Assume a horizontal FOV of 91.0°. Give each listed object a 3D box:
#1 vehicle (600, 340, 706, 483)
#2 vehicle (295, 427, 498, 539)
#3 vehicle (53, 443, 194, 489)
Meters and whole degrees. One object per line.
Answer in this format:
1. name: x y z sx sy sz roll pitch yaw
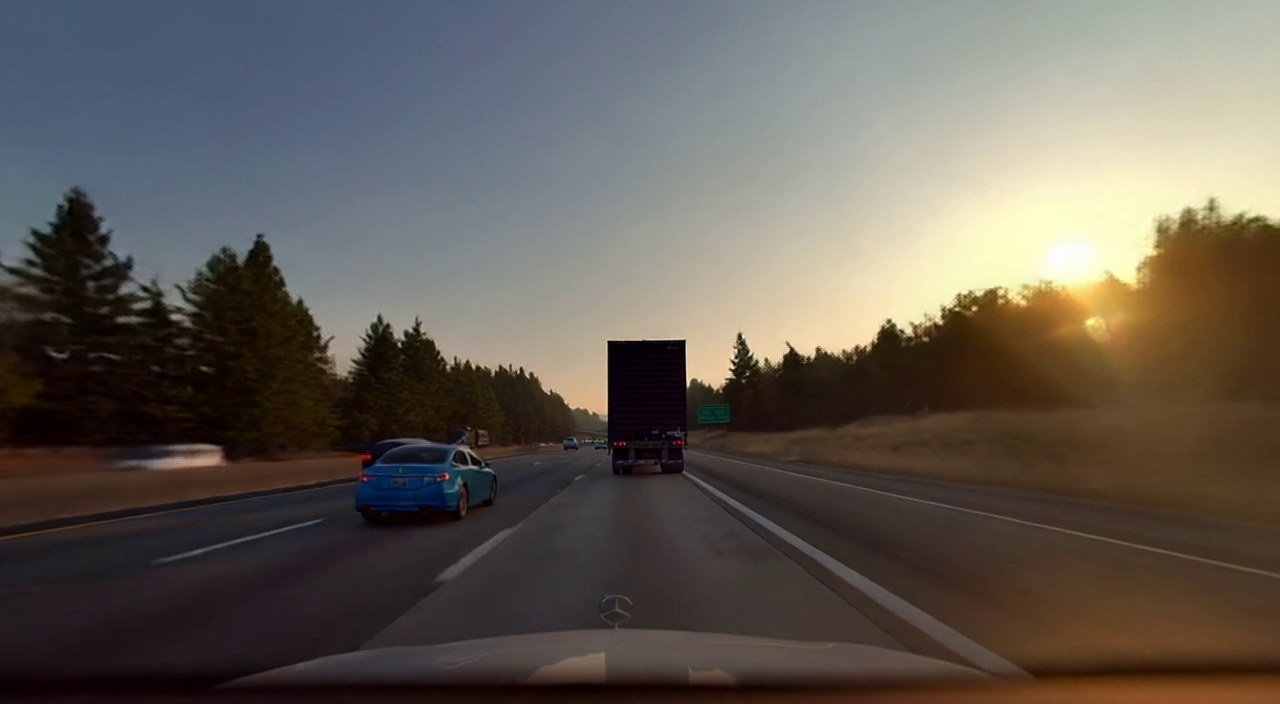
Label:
1. vehicle: 0.265 2.469 23.766 3.073 4.196 10.546 0 -8 -1
2. vehicle: -3.864 2.131 10.919 1.854 1.530 4.268 0 -8 -1
3. vehicle: -19.496 4.282 24.032 1.840 1.545 4.187 0 -8 -1
